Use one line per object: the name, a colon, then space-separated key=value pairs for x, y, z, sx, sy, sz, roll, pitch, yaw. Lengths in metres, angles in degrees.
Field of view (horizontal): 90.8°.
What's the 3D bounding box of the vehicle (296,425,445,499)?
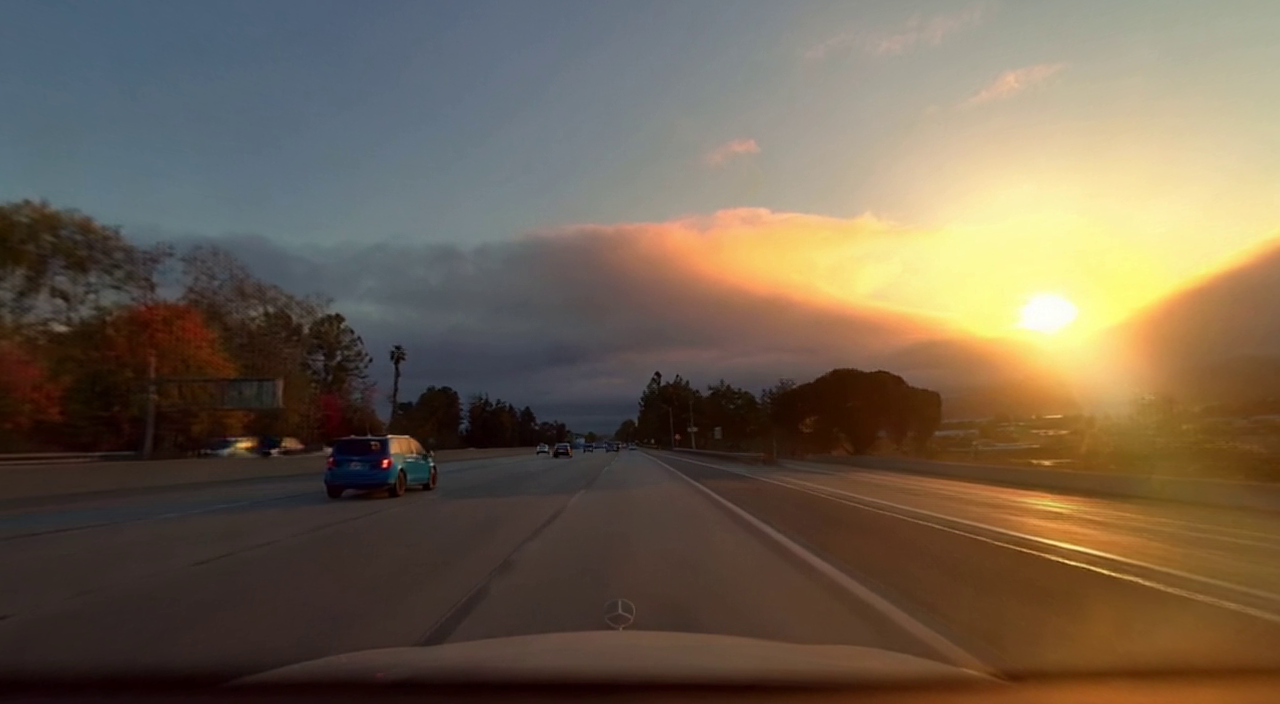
vehicle: x=-7.204 y=2.999 z=17.541 sx=2.146 sy=1.766 sz=4.502 roll=0 pitch=-9 yaw=0
